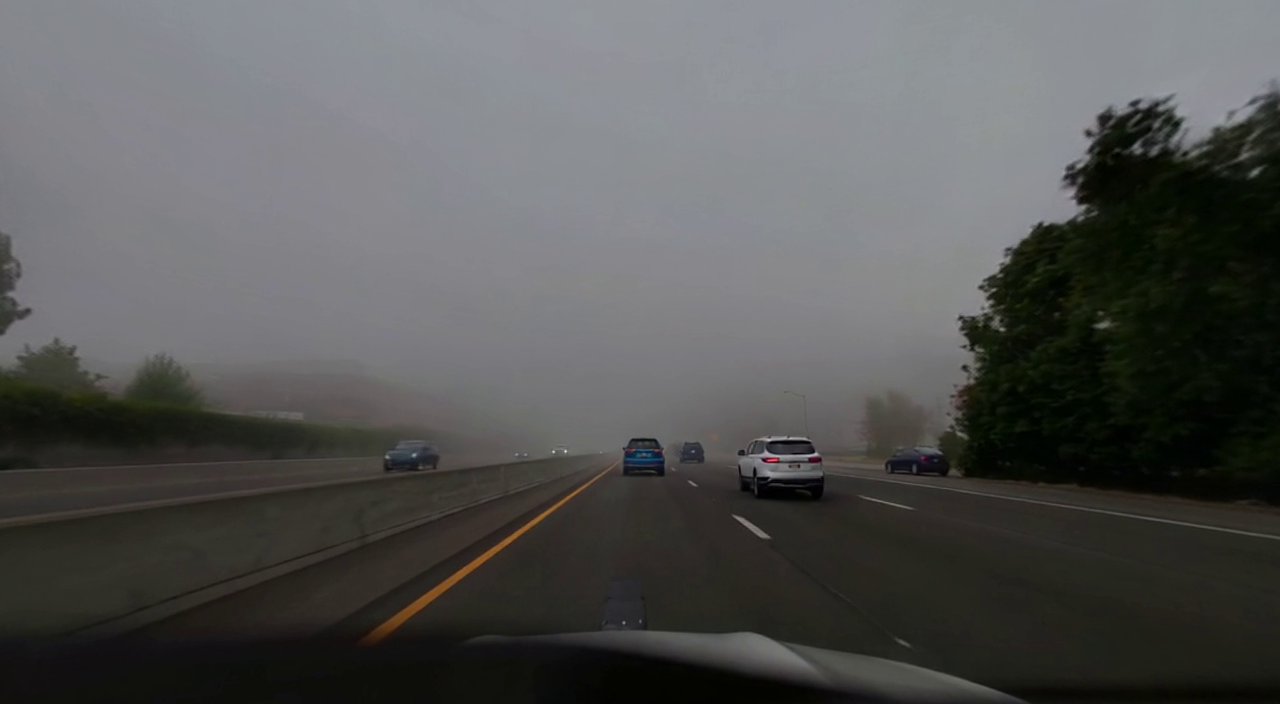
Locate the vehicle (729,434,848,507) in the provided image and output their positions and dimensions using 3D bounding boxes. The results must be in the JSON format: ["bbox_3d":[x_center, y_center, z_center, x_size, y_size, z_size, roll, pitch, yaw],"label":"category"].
[{"bbox_3d":[3.584,2.935,16.085,2.042,1.592,4.047,0,-8,0],"label":"vehicle"}]

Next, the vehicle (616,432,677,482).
[{"bbox_3d":[0.263,4.265,25.842,2.290,1.862,4.454,0,-8,0],"label":"vehicle"}]

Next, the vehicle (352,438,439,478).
[{"bbox_3d":[-14.204,6.207,37.223,2.631,2.140,6.216,0,-8,0],"label":"vehicle"}]

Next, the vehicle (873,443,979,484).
[{"bbox_3d":[10.990,4.294,24.638,2.027,1.446,4.470,0,-8,0],"label":"vehicle"}]
